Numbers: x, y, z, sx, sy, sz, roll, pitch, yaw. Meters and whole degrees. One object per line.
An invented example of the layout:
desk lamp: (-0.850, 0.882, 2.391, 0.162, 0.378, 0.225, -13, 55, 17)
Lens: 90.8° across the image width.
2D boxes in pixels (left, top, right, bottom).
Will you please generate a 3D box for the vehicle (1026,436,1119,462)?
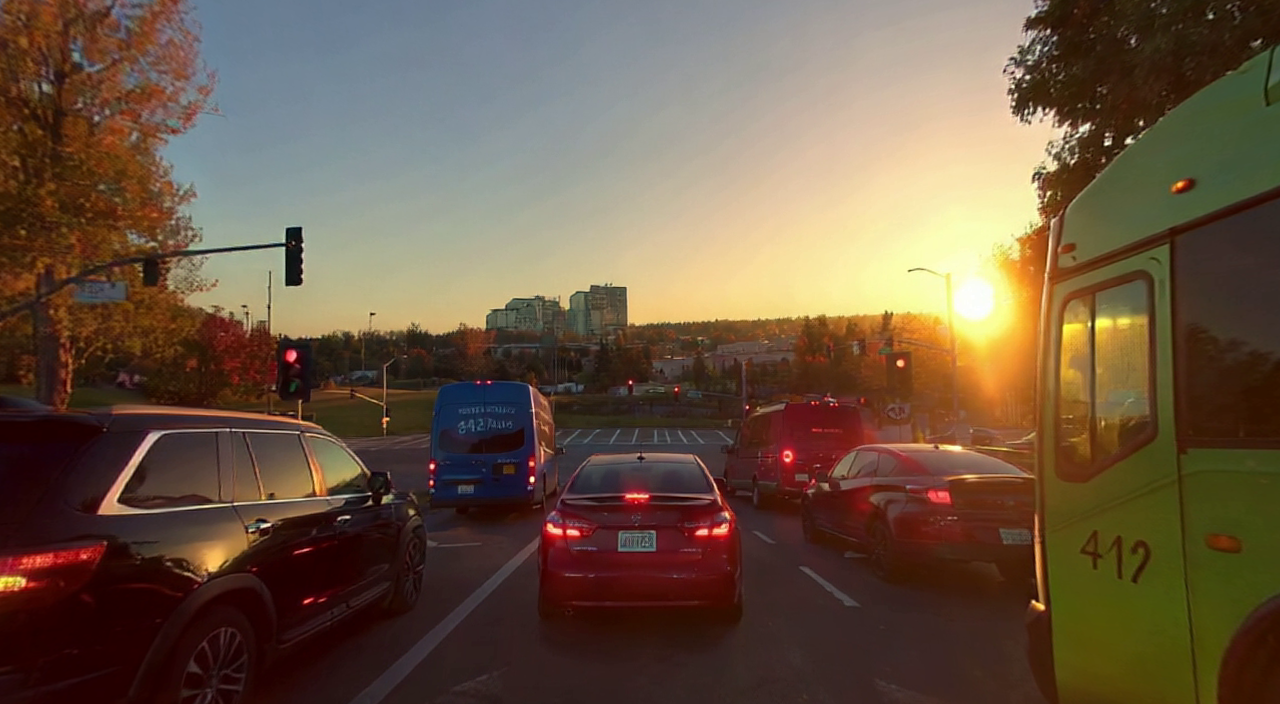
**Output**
vehicle: (25.924, 5.816, 37.966, 4.229, 1.489, 1.794, 0, -9, -1)

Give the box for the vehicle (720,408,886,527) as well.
vehicle: (3.168, 2.396, 13.669, 2.143, 2.036, 5.367, 0, -8, 0)

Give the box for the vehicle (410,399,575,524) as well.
vehicle: (-2.915, 2.348, 13.980, 2.335, 2.221, 5.165, 0, -8, 1)

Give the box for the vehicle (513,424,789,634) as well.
vehicle: (0.075, 1.546, 6.417, 1.976, 1.485, 3.624, 0, -8, 0)

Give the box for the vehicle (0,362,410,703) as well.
vehicle: (-3.400, 1.181, 4.623, 1.921, 1.701, 3.989, 0, -8, 0)

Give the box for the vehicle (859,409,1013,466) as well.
vehicle: (17.625, 5.133, 37.909, 7.839, 3.213, 2.628, 0, -8, -3)
